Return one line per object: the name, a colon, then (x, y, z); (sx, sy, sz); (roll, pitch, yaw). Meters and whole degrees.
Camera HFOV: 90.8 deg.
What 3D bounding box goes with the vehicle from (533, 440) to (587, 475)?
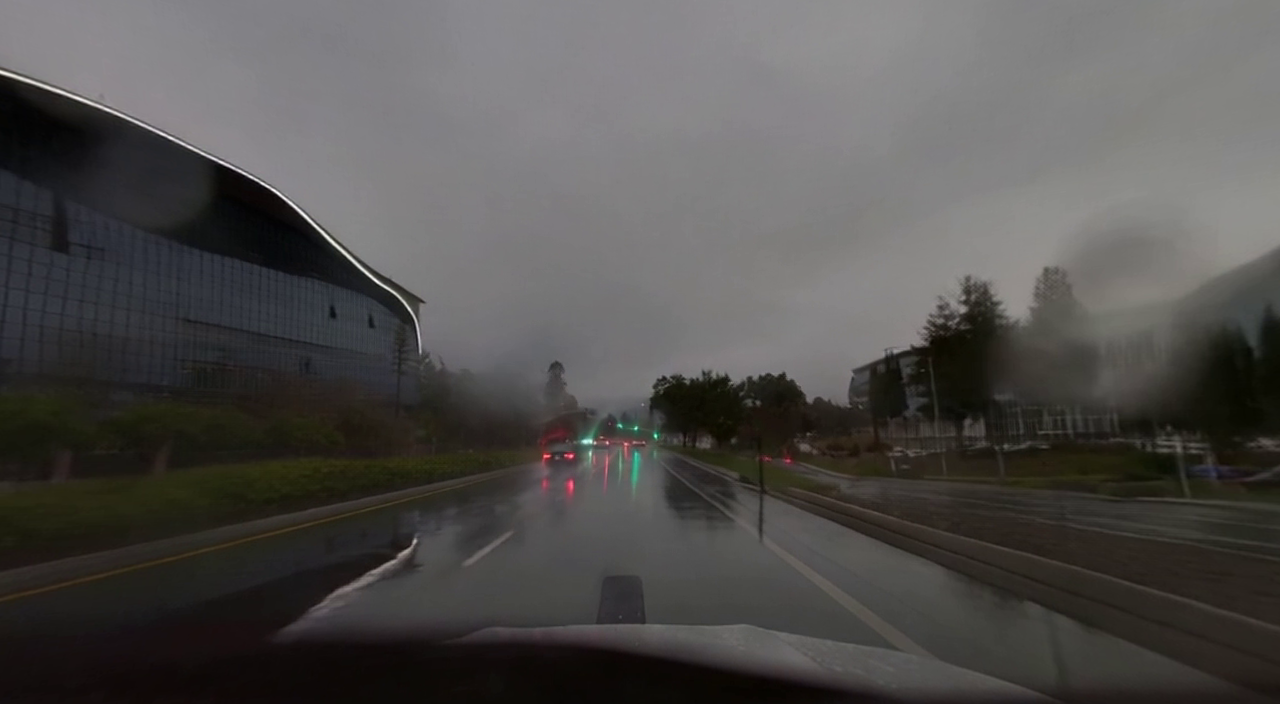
vehicle: (-3.740, 4.999, 30.234); (1.984, 1.521, 4.682); (0, -8, 0)
